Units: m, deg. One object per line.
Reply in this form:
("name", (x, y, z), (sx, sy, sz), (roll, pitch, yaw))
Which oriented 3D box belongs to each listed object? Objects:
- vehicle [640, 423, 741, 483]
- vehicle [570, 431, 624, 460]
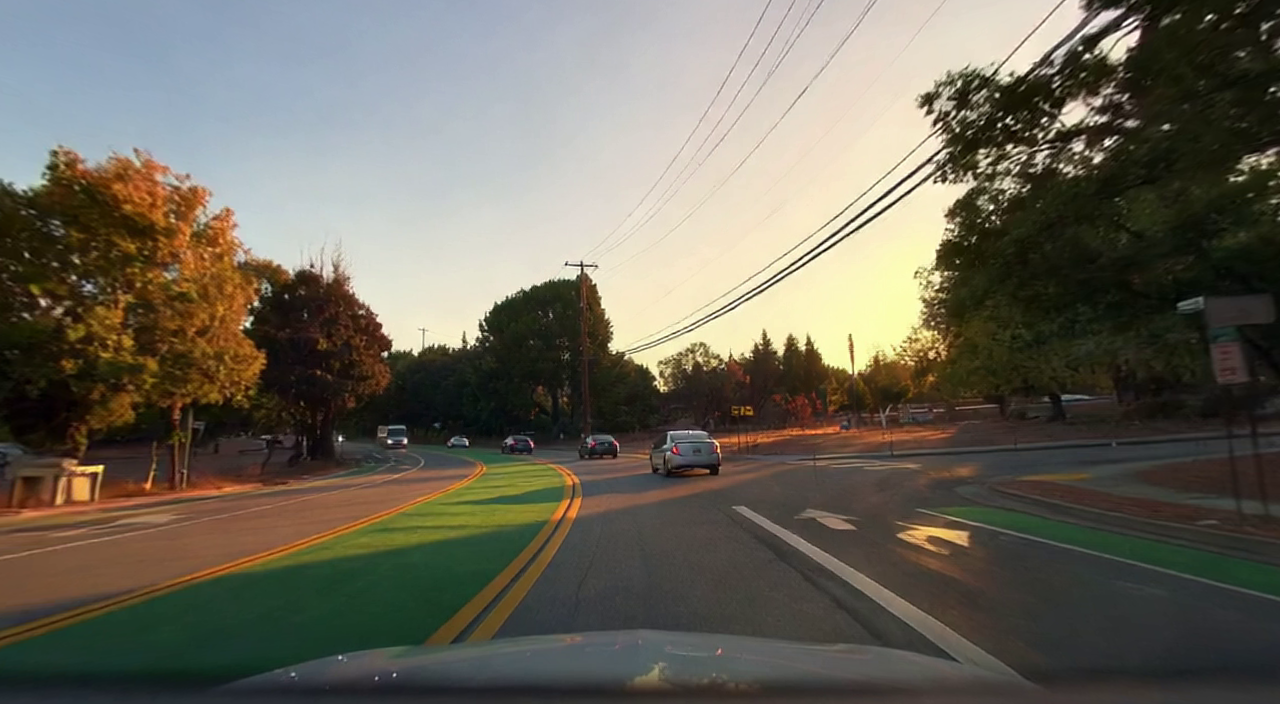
("vehicle", (1.526, 3.365, 21.200), (2.140, 1.767, 4.720), (2, -9, -11))
("vehicle", (-2.721, 5.789, 39.015), (2.075, 1.699, 4.520), (3, -9, -20))
